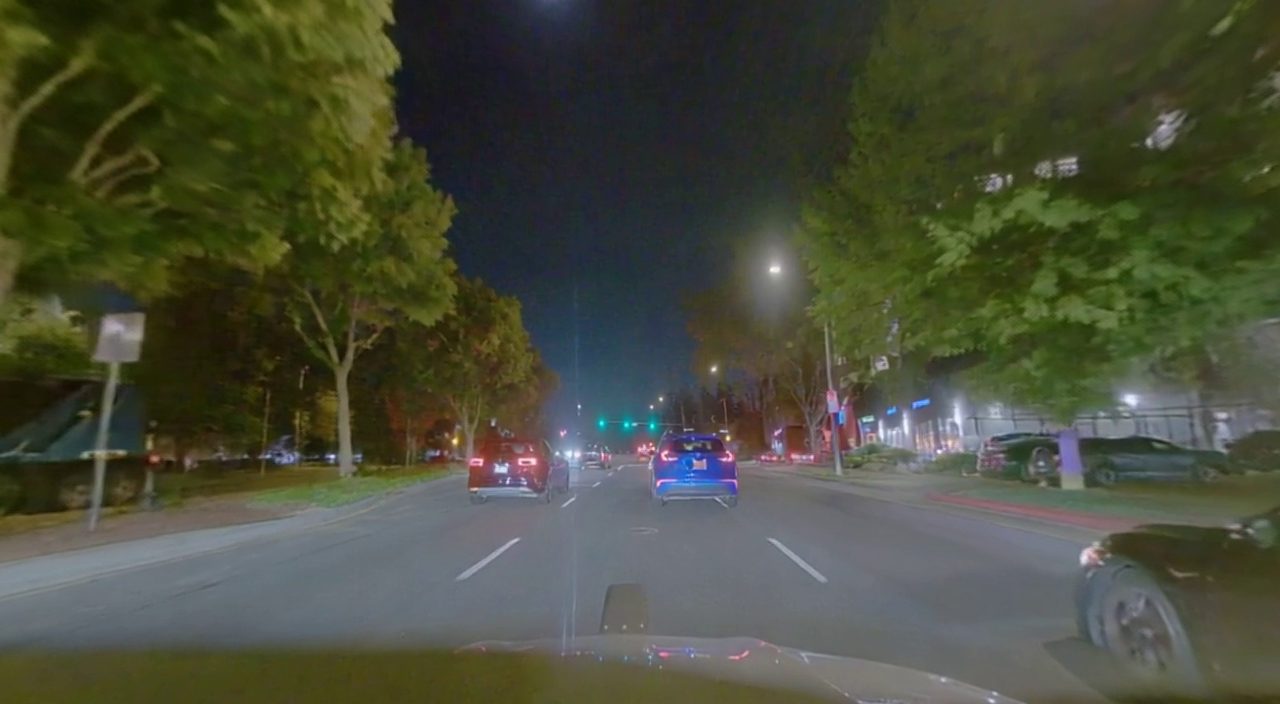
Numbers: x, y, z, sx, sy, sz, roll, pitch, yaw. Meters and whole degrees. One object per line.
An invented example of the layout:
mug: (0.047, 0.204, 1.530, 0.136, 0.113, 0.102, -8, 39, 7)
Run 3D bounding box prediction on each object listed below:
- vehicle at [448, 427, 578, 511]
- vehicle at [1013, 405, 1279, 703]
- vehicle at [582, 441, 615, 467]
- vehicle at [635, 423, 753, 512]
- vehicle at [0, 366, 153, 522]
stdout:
vehicle: (-2.802, 2.736, 15.128, 2.043, 1.687, 4.676, 0, -9, 1)
vehicle: (3.580, 0.887, 1.999, 2.017, 1.491, 4.611, 0, -9, 1)
vehicle: (-2.880, 7.205, 44.513, 2.014, 1.755, 4.360, 0, -9, 1)
vehicle: (1.062, 2.660, 14.859, 2.280, 1.747, 4.361, 1, -9, -2)
vehicle: (-15.123, 1.789, 12.351, 2.901, 3.276, 9.720, 0, -9, 3)
